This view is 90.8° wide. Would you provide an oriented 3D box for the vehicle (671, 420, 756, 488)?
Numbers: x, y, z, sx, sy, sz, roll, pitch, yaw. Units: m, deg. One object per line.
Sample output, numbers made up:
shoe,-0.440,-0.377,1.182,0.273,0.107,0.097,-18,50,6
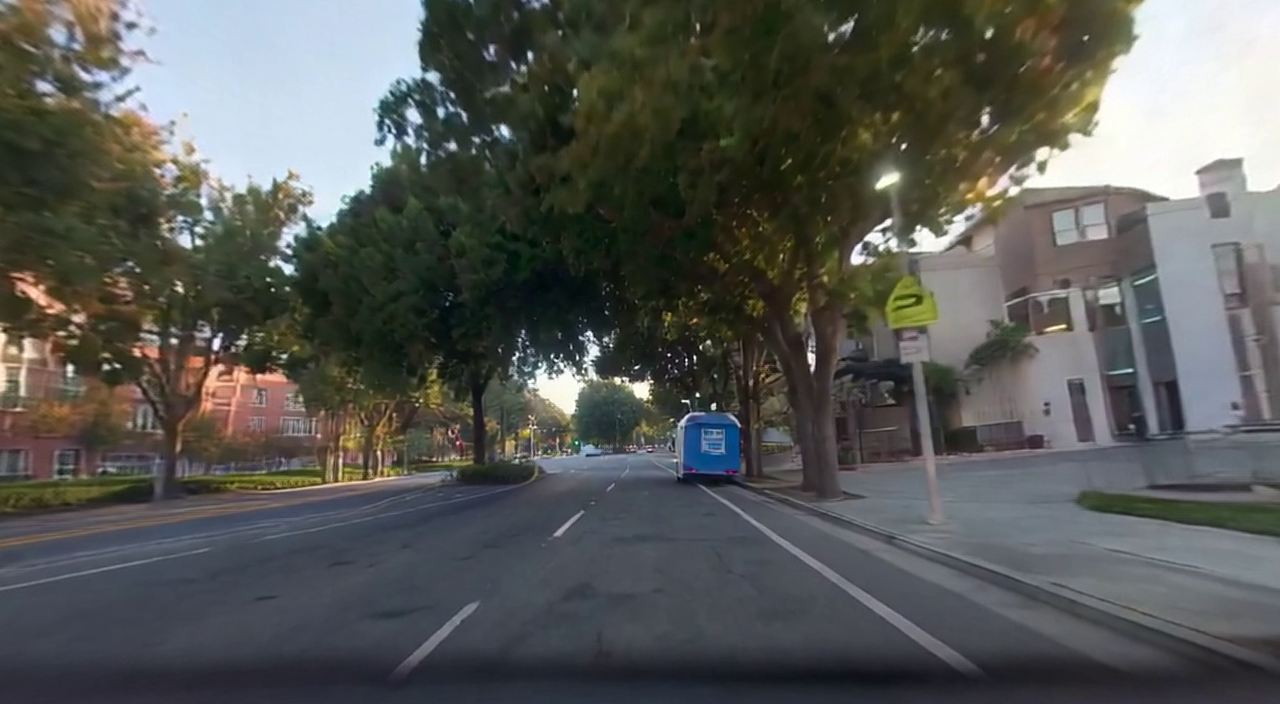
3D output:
vehicle,2.567,3.770,23.477,2.514,2.218,5.013,0,-9,0
